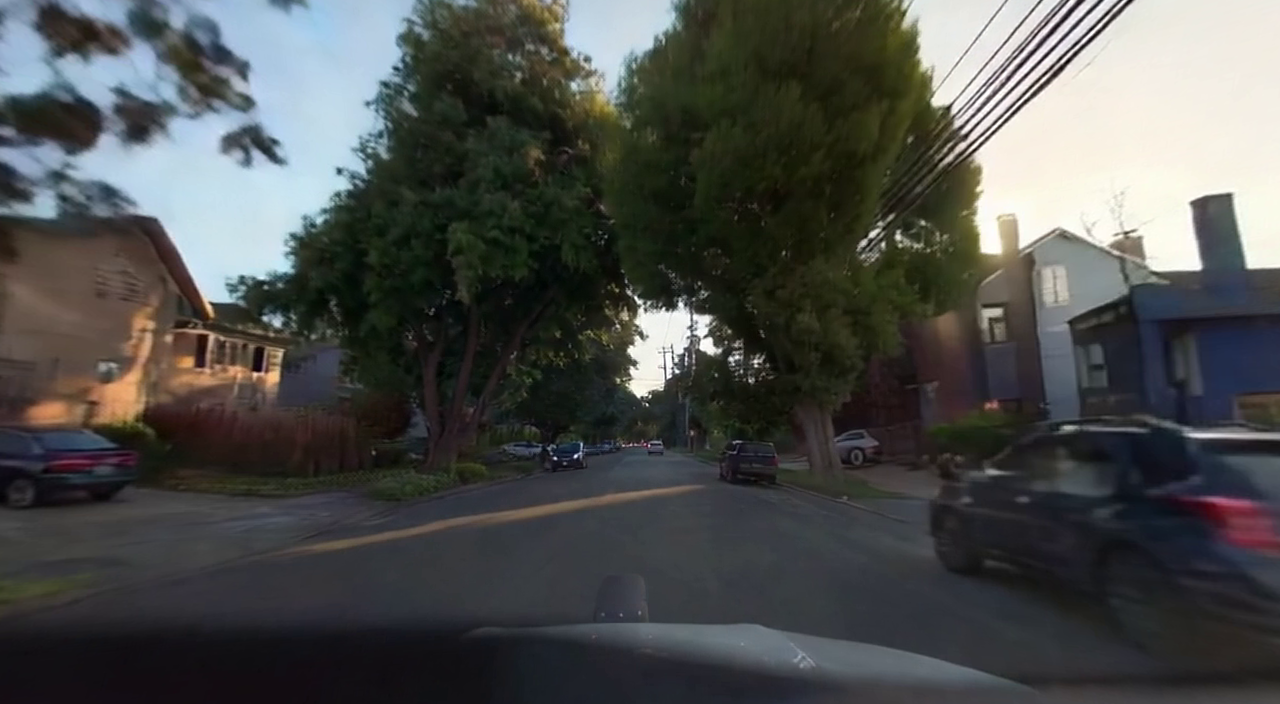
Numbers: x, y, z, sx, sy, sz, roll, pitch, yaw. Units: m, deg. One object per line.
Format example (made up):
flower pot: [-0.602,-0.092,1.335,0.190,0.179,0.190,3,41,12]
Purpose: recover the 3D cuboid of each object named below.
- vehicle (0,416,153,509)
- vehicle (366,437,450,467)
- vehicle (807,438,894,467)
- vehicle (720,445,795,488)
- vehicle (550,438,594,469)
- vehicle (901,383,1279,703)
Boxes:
vehicle: [-12.277,1.973,11.669,4.792,1.521,2.077,1,-9,0]
vehicle: [-13.917,5.998,37.837,4.702,1.675,1.984,-4,-10,26]
vehicle: [12.696,6.083,38.288,4.583,1.709,1.977,-1,-9,5]
vehicle: [4.418,4.367,24.487,2.031,1.471,4.328,0,-9,0]
vehicle: [-4.206,6.361,40.030,2.164,1.810,5.044,1,-8,1]
vehicle: [4.232,1.377,5.444,2.066,1.753,4.877,0,-9,3]
